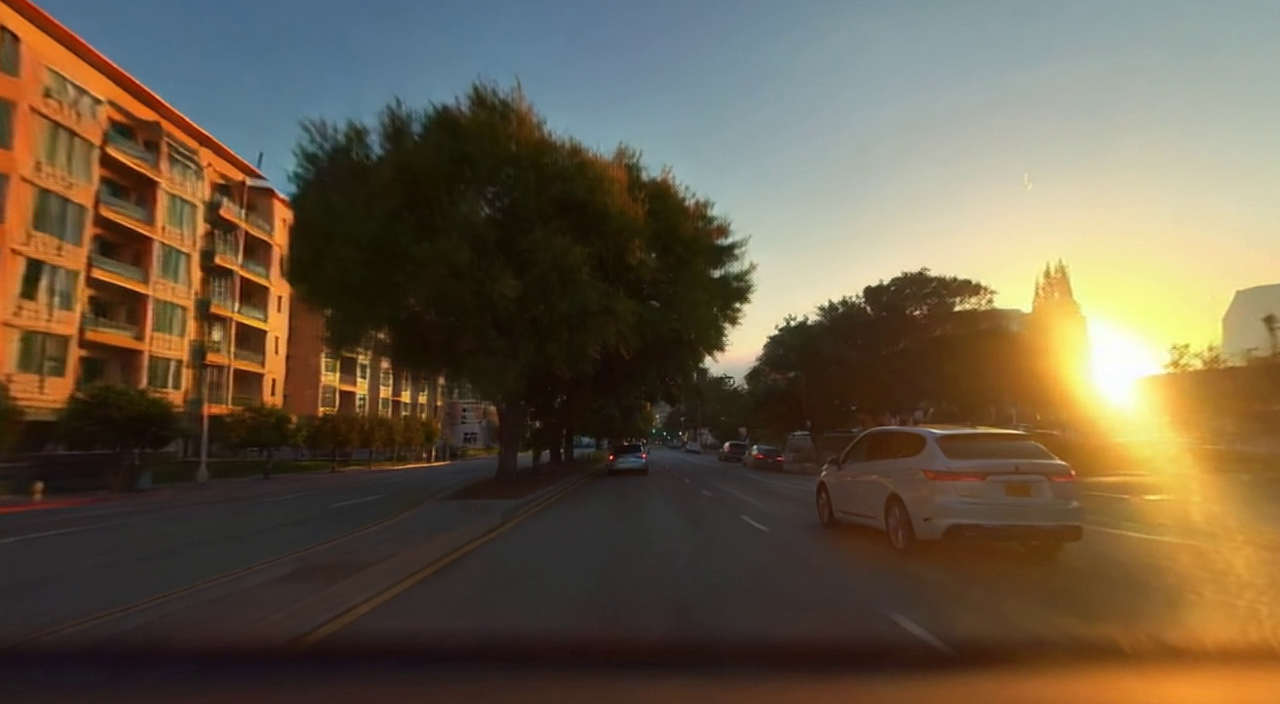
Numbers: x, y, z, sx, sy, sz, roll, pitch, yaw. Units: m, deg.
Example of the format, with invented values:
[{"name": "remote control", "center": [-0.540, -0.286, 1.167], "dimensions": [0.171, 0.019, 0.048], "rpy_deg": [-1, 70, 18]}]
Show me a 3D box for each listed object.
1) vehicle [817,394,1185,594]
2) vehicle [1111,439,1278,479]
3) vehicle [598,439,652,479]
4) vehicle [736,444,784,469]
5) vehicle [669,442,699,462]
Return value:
[{"name": "vehicle", "center": [3.720, 1.532, 7.571], "dimensions": [1.949, 1.723, 4.020], "rpy_deg": [0, -9, -1]}, {"name": "vehicle", "center": [22.142, 4.271, 25.388], "dimensions": [4.692, 1.499, 2.117], "rpy_deg": [0, -9, -1]}, {"name": "vehicle", "center": [-0.540, 4.276, 25.426], "dimensions": [2.006, 1.487, 3.535], "rpy_deg": [0, -9, 1]}, {"name": "vehicle", "center": [7.528, 6.588, 40.068], "dimensions": [1.962, 1.484, 4.644], "rpy_deg": [0, -9, -2]}, {"name": "vehicle", "center": [3.395, 7.832, 49.545], "dimensions": [1.910, 1.474, 4.003], "rpy_deg": [0, -9, -2]}]
